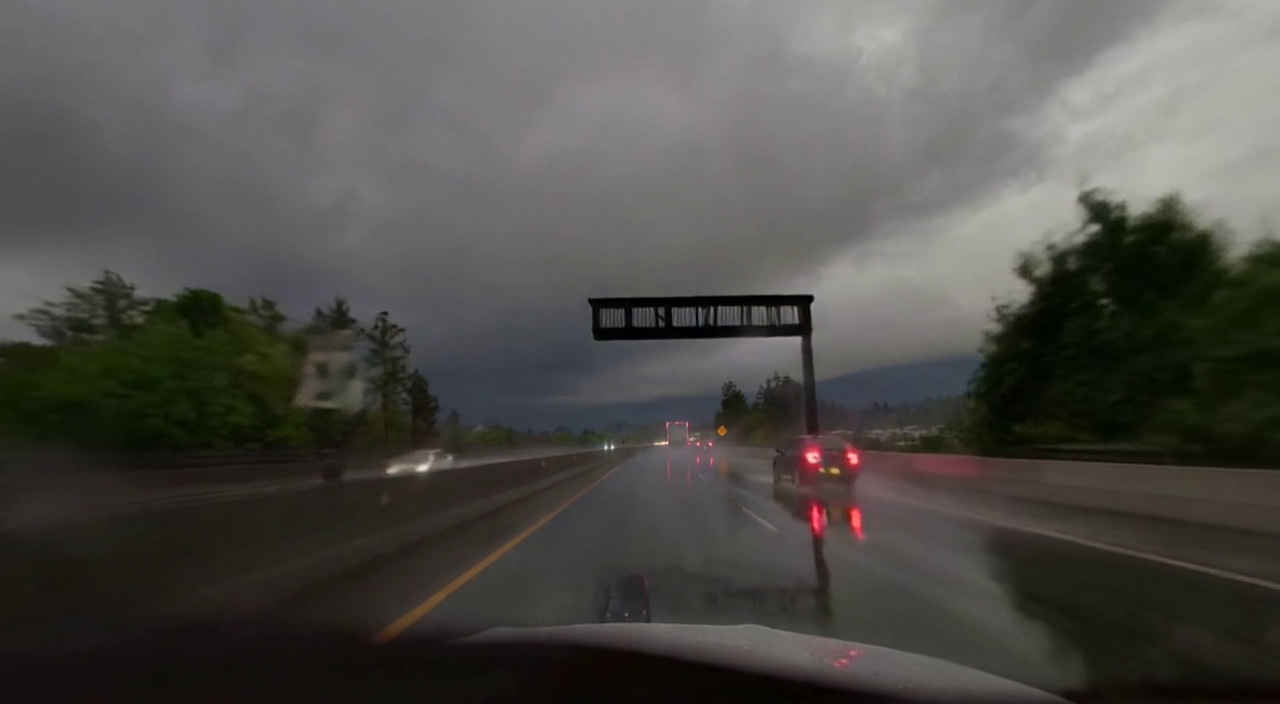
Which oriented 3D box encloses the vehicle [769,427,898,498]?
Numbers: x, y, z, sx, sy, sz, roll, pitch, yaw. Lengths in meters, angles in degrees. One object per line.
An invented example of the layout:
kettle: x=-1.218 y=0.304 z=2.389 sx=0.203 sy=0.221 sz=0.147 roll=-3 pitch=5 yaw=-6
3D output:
vehicle: x=4.744 y=2.761 z=16.123 sx=1.954 sy=1.550 sz=4.140 roll=0 pitch=-8 yaw=0
